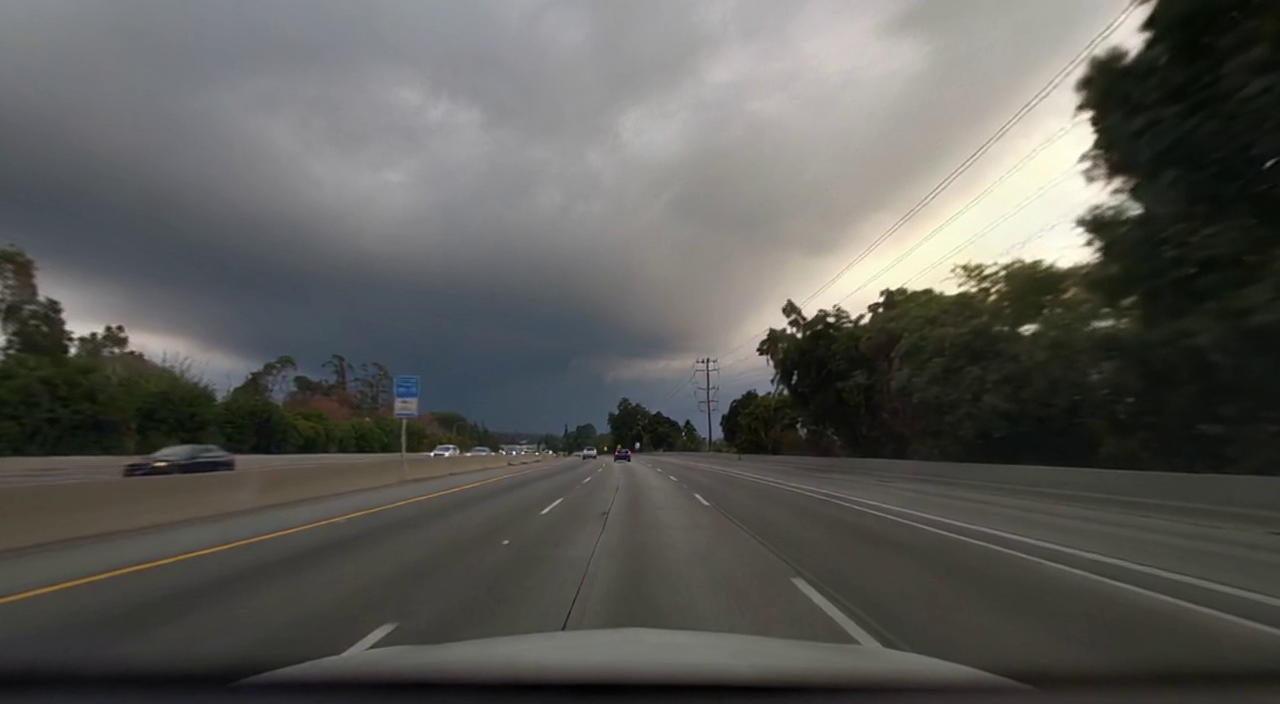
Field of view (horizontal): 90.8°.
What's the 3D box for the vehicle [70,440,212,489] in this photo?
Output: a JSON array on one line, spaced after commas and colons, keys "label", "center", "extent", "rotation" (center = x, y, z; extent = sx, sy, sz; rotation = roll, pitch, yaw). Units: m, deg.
[{"label": "vehicle", "center": [-18.075, 4.094, 23.179], "extent": [1.924, 1.616, 4.019], "rotation": [0, -9, -1]}]
